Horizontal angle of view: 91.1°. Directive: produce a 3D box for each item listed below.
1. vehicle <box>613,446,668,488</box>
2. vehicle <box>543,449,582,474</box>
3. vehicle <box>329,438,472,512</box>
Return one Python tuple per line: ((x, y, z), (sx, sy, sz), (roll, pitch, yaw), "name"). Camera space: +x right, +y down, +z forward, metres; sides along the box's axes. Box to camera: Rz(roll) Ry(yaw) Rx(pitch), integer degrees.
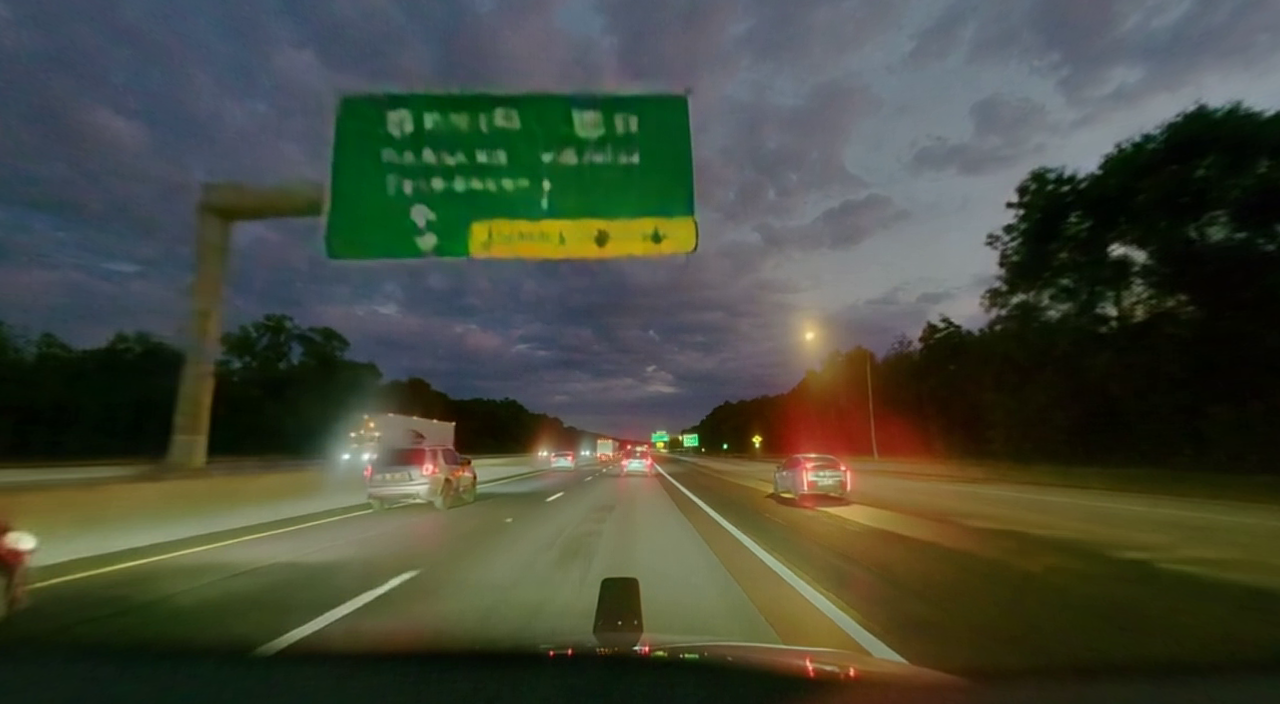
((0.000, 4.389, 24.224), (1.940, 1.451, 3.512), (0, -9, -1), "vehicle")
((-4.846, 6.915, 39.935), (1.892, 1.481, 4.180), (0, -9, 1), "vehicle")
((-5.973, 3.107, 16.320), (2.058, 1.626, 4.118), (0, -9, 0), "vehicle")
